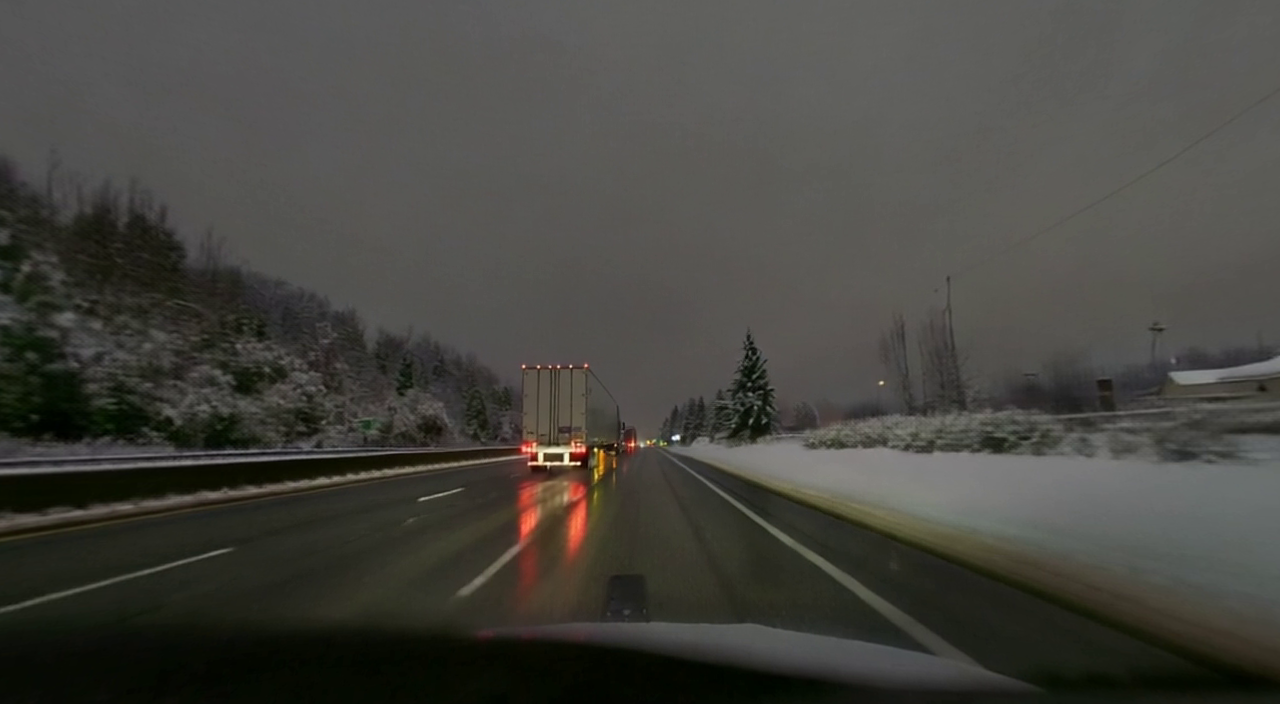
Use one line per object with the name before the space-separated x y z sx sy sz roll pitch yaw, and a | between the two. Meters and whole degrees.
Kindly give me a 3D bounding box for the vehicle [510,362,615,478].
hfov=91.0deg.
vehicle | -2.987 3.388 29.228 2.947 4.051 14.256 0 -8 1
